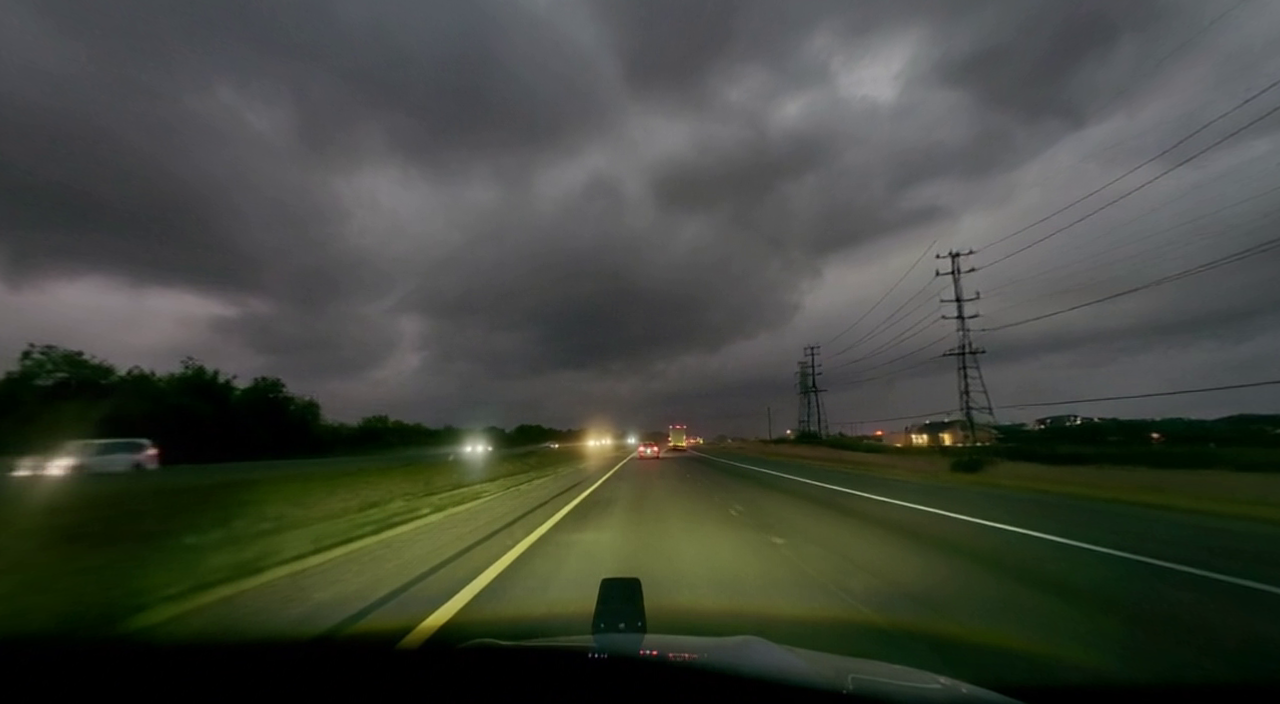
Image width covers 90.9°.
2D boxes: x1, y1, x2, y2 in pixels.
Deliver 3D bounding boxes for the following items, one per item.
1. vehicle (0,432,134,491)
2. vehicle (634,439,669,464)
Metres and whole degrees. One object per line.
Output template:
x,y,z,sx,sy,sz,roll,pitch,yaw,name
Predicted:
-21.435,3.924,22.852,2.039,1.874,4.958,-1,-8,0,vehicle
0.781,6.734,42.914,2.192,1.556,4.132,-1,-8,1,vehicle
